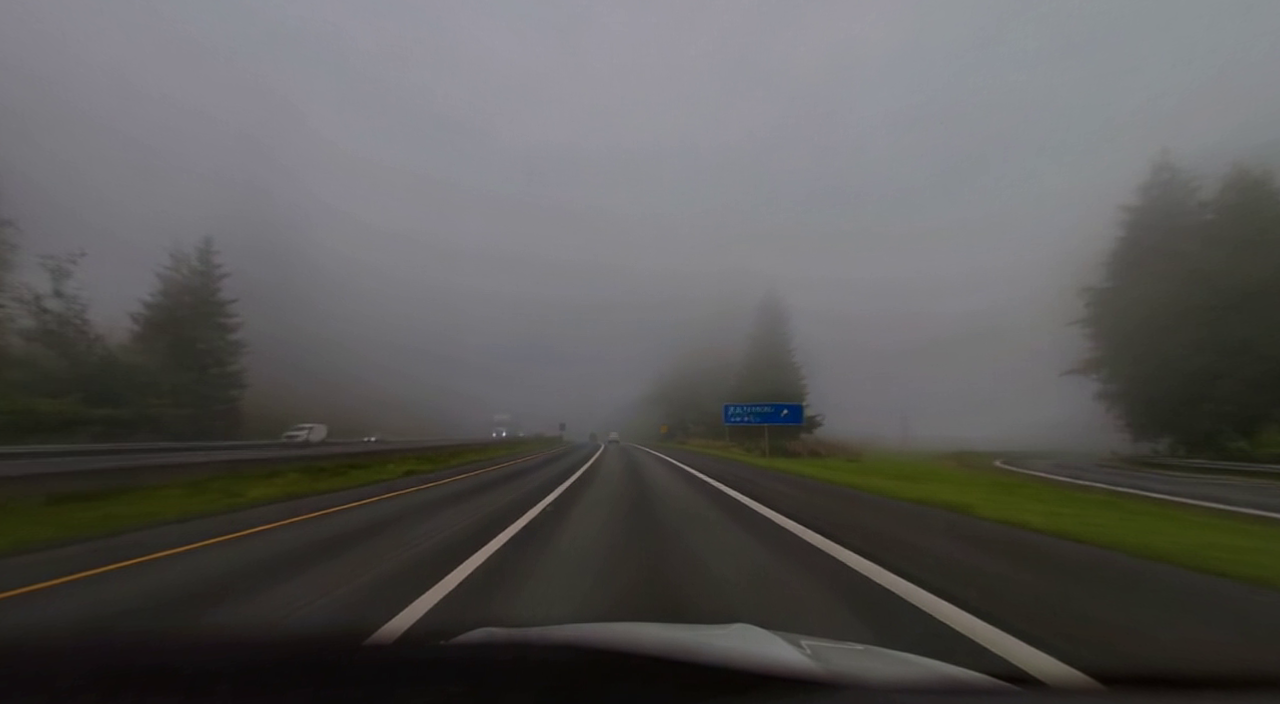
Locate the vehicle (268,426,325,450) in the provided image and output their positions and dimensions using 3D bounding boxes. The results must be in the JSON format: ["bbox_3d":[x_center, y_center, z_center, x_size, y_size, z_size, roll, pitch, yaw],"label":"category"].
[{"bbox_3d":[-23.117,5.795,42.551,1.845,1.495,4.167,1,-8,-6],"label":"vehicle"}]
